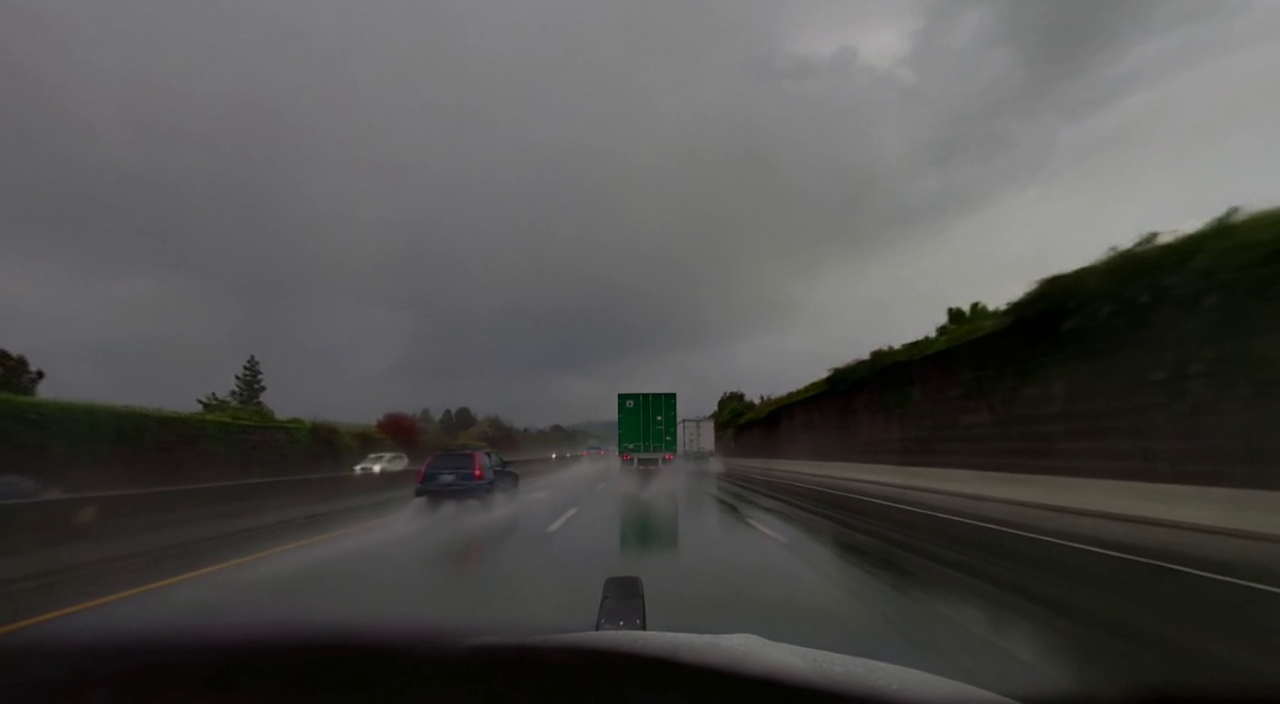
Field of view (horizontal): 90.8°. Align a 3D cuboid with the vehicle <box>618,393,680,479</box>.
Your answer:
[{"bbox_3d":[0.417,4.801,35.287,2.932,4.042,11.054,0,-9,0],"label":"vehicle"}]

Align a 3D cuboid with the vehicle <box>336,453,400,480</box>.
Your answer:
[{"bbox_3d":[-18.258,7.684,42.621,2.015,1.655,5.025,0,-9,1],"label":"vehicle"}]

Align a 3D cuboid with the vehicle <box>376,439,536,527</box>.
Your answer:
[{"bbox_3d":[-3.572,2.613,13.125,2.050,1.517,3.996,0,-9,1],"label":"vehicle"}]

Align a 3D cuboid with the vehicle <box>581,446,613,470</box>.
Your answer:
[{"bbox_3d":[-3.225,8.110,48.421,2.173,1.657,4.401,0,-9,-1],"label":"vehicle"}]
